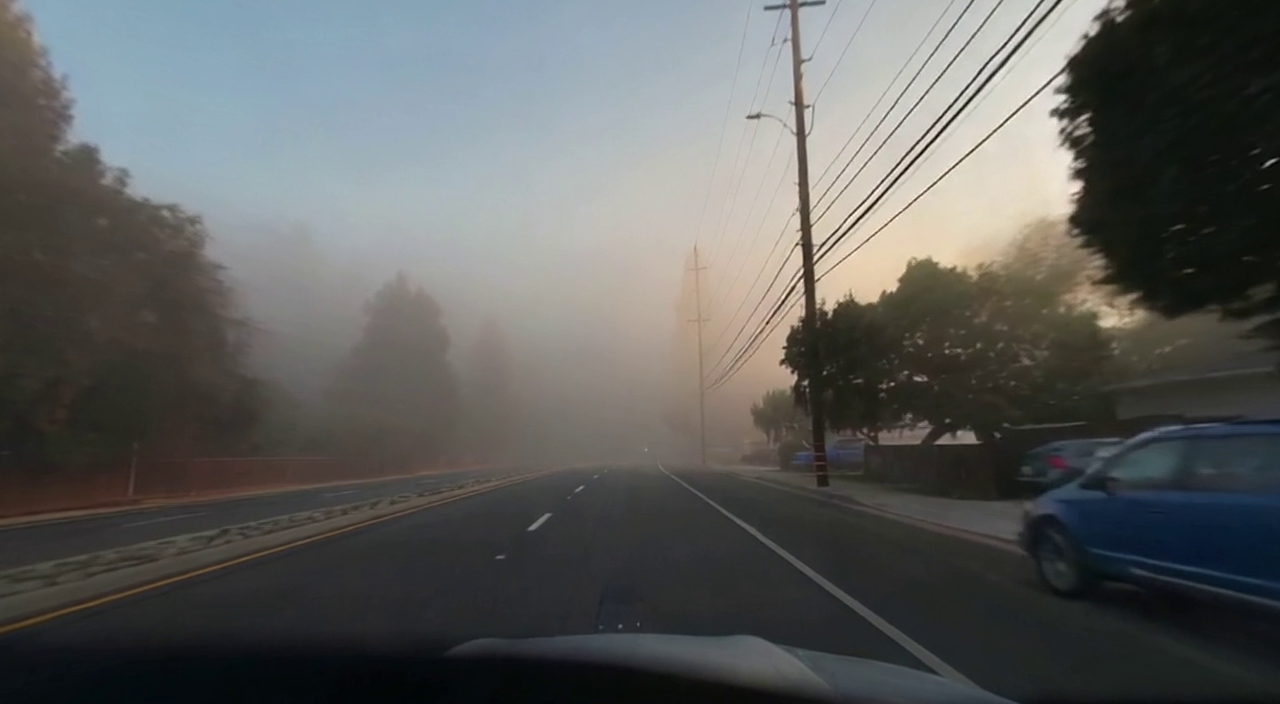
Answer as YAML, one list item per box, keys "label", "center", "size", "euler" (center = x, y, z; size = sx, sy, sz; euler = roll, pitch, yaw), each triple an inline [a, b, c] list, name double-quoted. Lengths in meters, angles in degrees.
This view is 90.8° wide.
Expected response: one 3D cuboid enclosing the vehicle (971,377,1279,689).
- label: "vehicle"
  center: [4.584, 1.091, 4.134]
  size: [2.092, 1.713, 4.830]
  euler: [0, -8, -1]
